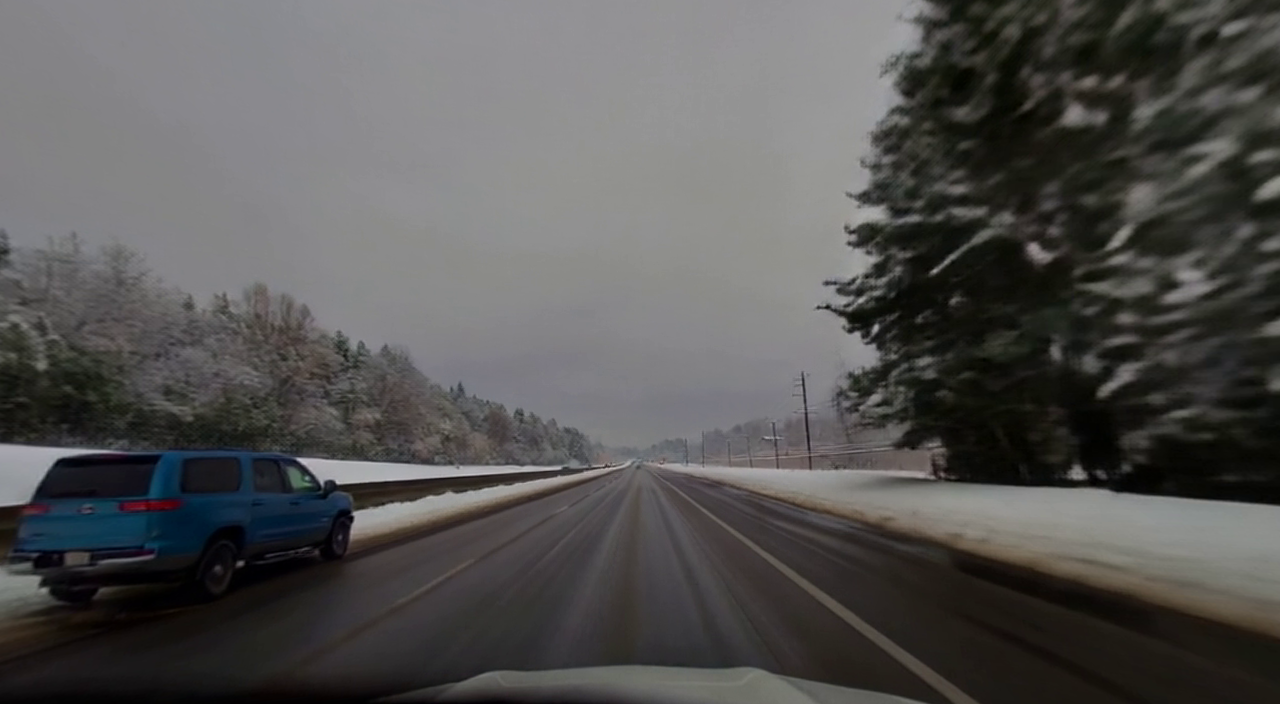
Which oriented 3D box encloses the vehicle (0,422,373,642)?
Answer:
[{"bbox_3d":[-4.635,1.640,6.550,1.914,1.534,4.015,1,-10,0],"label":"vehicle"}]
